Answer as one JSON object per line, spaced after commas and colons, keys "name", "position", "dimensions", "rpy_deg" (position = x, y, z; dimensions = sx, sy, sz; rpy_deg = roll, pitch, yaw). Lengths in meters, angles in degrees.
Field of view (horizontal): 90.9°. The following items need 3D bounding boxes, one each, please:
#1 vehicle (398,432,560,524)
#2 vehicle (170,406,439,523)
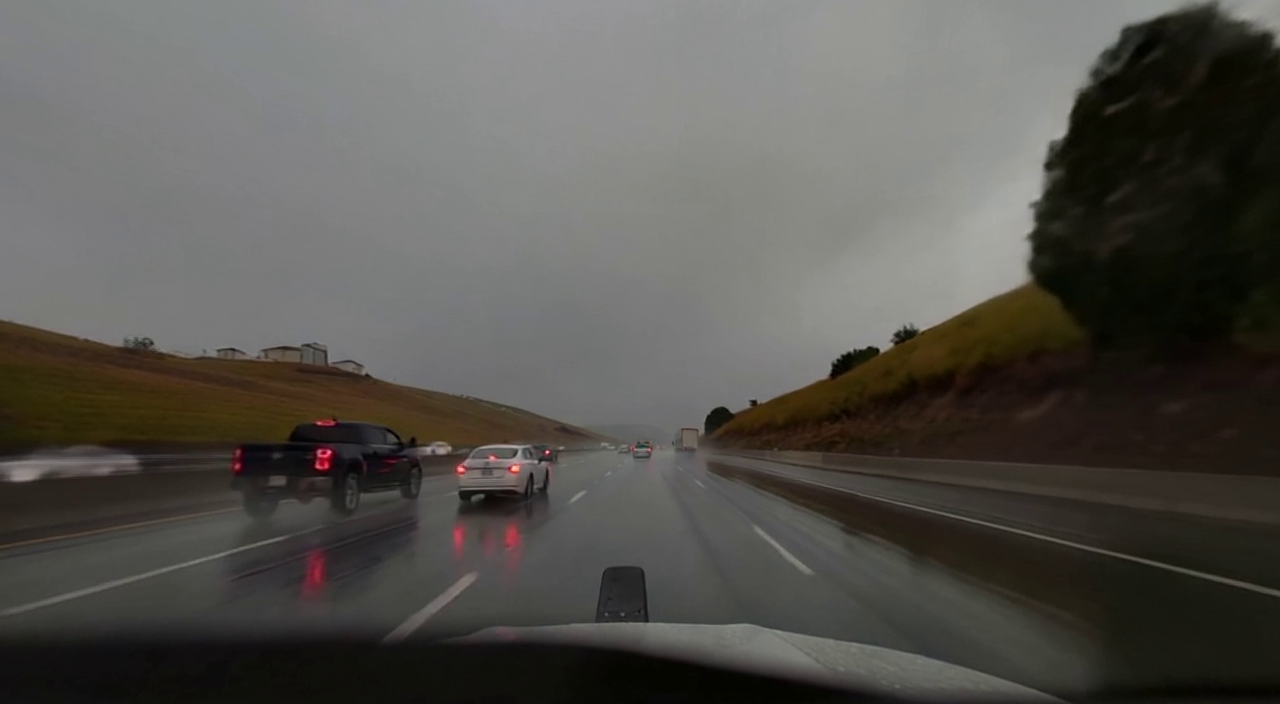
{"name": "vehicle", "position": [-3.063, 2.508, 13.159], "dimensions": [2.091, 1.552, 4.516], "rpy_deg": [0, -9, 2]}
{"name": "vehicle", "position": [-6.978, 2.472, 14.392], "dimensions": [2.589, 2.063, 6.206], "rpy_deg": [-1, -8, 2]}
